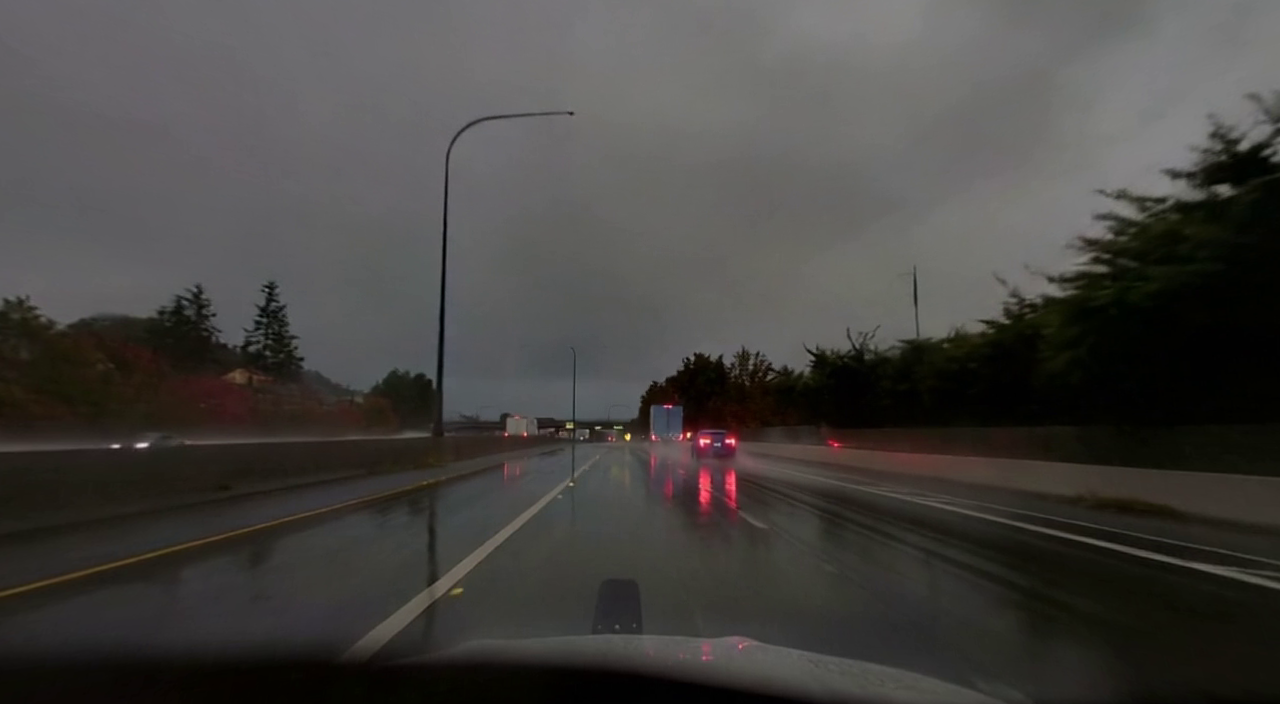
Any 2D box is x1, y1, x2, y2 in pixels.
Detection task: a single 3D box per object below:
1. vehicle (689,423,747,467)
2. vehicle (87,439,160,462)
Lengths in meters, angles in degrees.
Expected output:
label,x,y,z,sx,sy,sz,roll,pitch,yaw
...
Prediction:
label,x,y,z,sx,sy,sz,roll,pitch,yaw
vehicle,3.645,4.452,30.334,2.076,1.914,4.287,0,-8,-3
vehicle,-35.740,6.790,43.741,1.742,1.435,4.017,0,-8,-2
